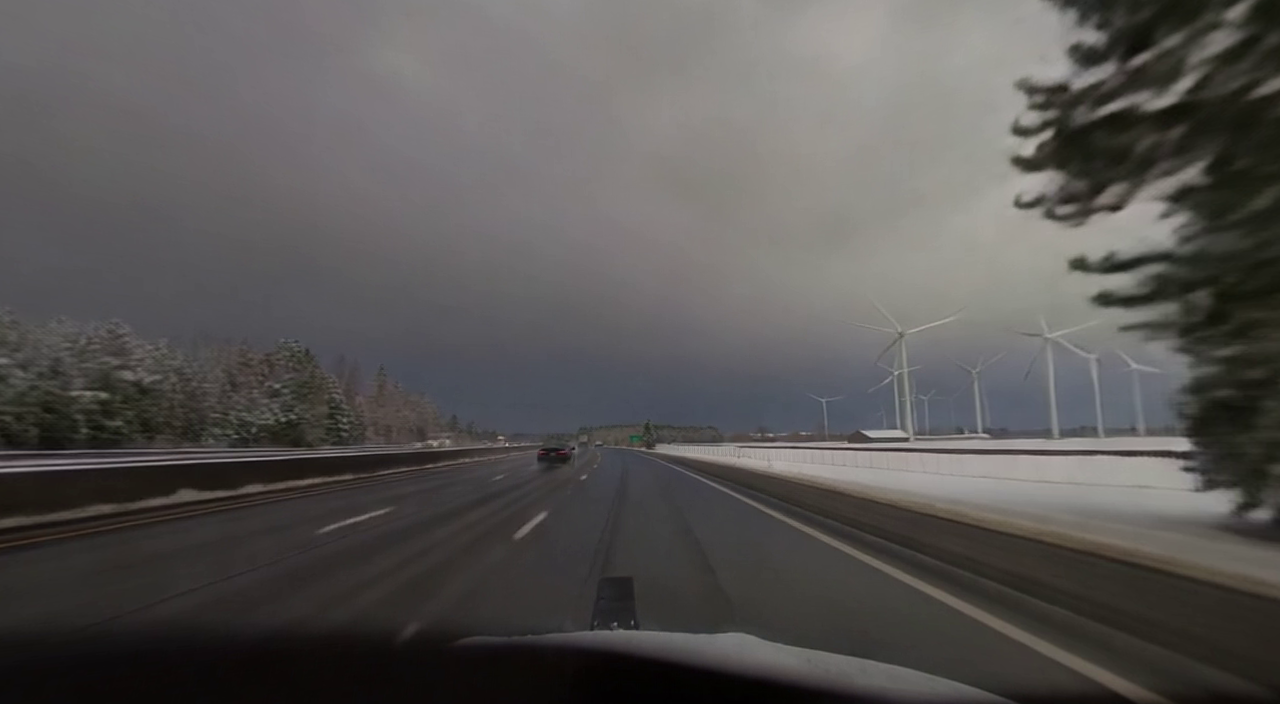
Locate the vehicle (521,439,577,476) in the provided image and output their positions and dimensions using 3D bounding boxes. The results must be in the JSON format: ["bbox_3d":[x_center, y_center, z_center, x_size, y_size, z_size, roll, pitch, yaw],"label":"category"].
[{"bbox_3d":[-4.012,4.725,28.533,2.053,1.549,4.097,0,-8,-2],"label":"vehicle"}]
